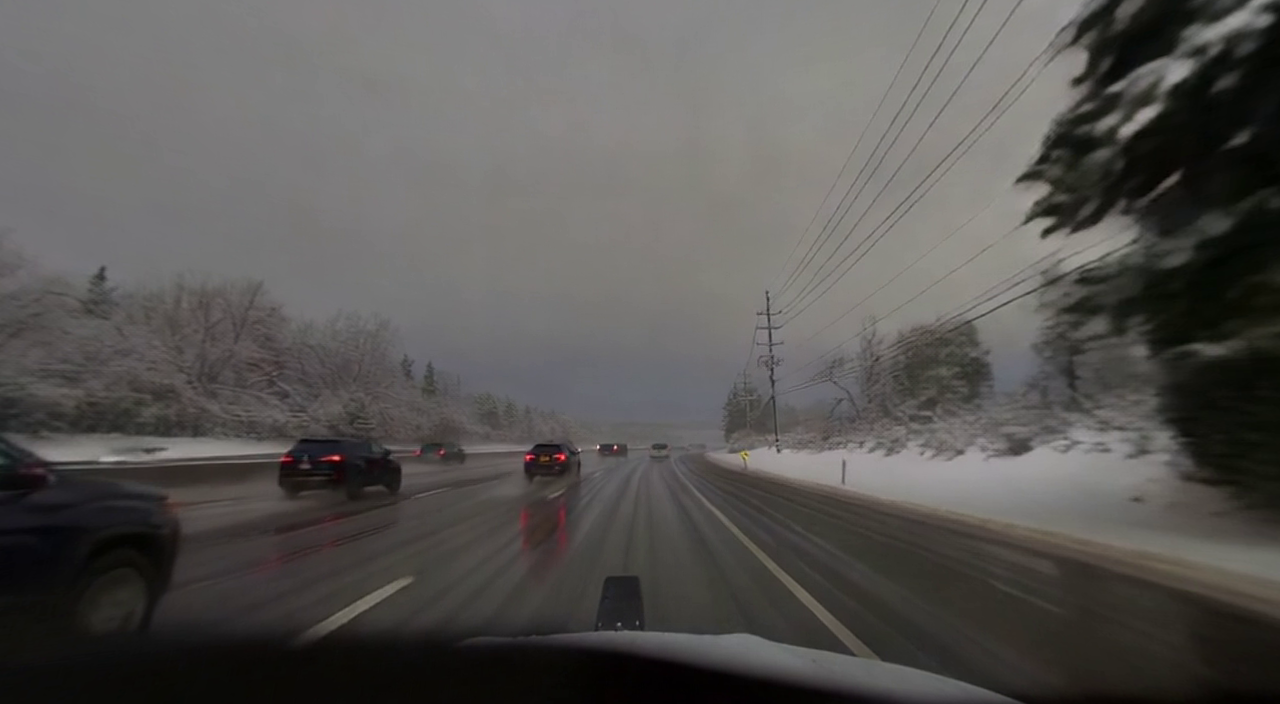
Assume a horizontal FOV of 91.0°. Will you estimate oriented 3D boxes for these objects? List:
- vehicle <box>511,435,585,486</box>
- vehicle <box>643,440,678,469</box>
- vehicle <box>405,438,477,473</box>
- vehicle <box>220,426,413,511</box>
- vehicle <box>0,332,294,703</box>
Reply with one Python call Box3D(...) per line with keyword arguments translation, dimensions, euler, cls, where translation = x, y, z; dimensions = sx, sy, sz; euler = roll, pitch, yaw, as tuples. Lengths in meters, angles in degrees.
Box3D(translation=(-3.254, 3.932, 23.105), dimensions=(1.976, 1.688, 4.124), euler=(0, -9, 1), cls="vehicle")
Box3D(translation=(1.308, 6.316, 38.832), dimensions=(2.038, 1.677, 4.219), euler=(0, -9, 3), cls="vehicle")
Box3D(translation=(-10.449, 5.492, 33.558), dimensions=(2.097, 1.722, 4.981), euler=(0, -9, 2), cls="vehicle")
Box3D(translation=(-7.463, 2.735, 15.267), dimensions=(2.043, 1.696, 4.851), euler=(0, -9, 1), cls="vehicle")
Box3D(translation=(-3.680, 0.759, 2.059), dimensions=(2.202, 1.801, 4.959), euler=(0, -9, 1), cls="vehicle")
